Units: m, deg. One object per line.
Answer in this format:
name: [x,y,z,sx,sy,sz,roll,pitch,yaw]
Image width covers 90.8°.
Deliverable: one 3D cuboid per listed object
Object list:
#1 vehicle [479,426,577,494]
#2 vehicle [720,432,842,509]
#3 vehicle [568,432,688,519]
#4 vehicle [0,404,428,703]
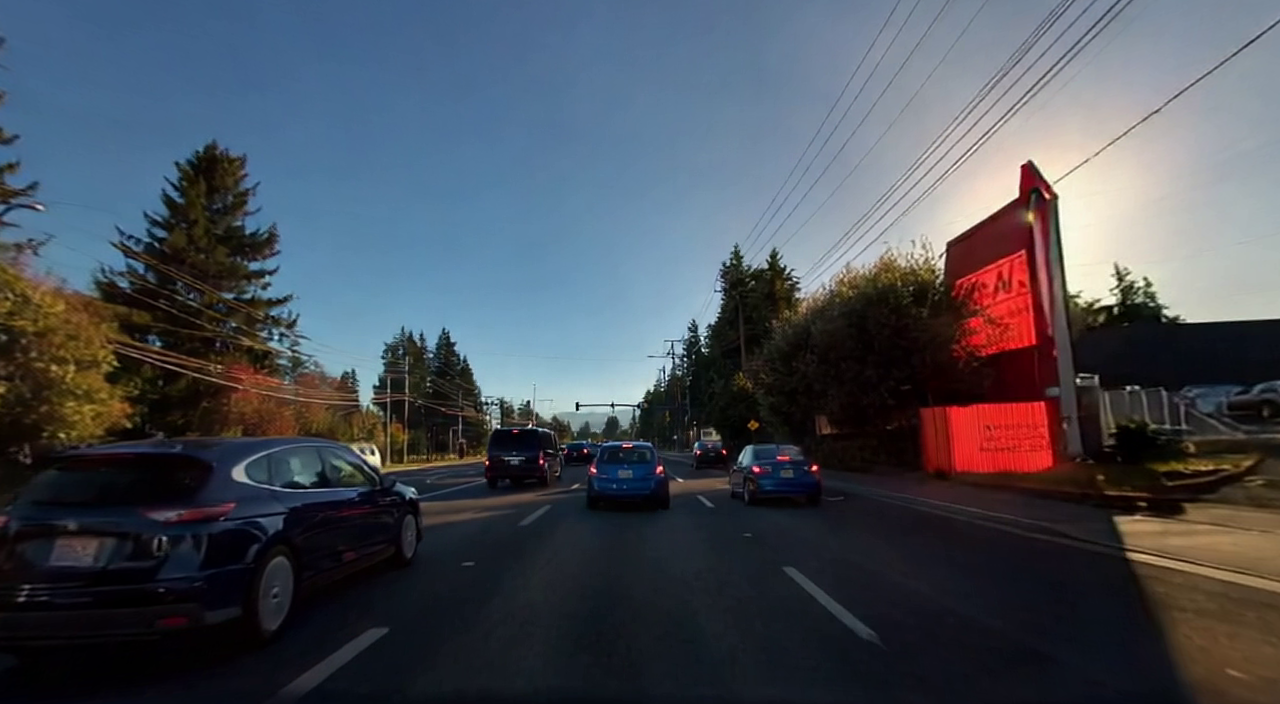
vehicle: [-3.274,3.285,19.562,2.092,1.839,4.736,0,-9,1]
vehicle: [3.076,2.673,14.629,1.880,1.521,3.724,0,-9,-1]
vehicle: [-0.228,2.453,13.030,2.097,1.511,3.809,0,-9,0]
vehicle: [-3.272,1.234,4.402,2.004,1.454,4.349,0,-9,1]
